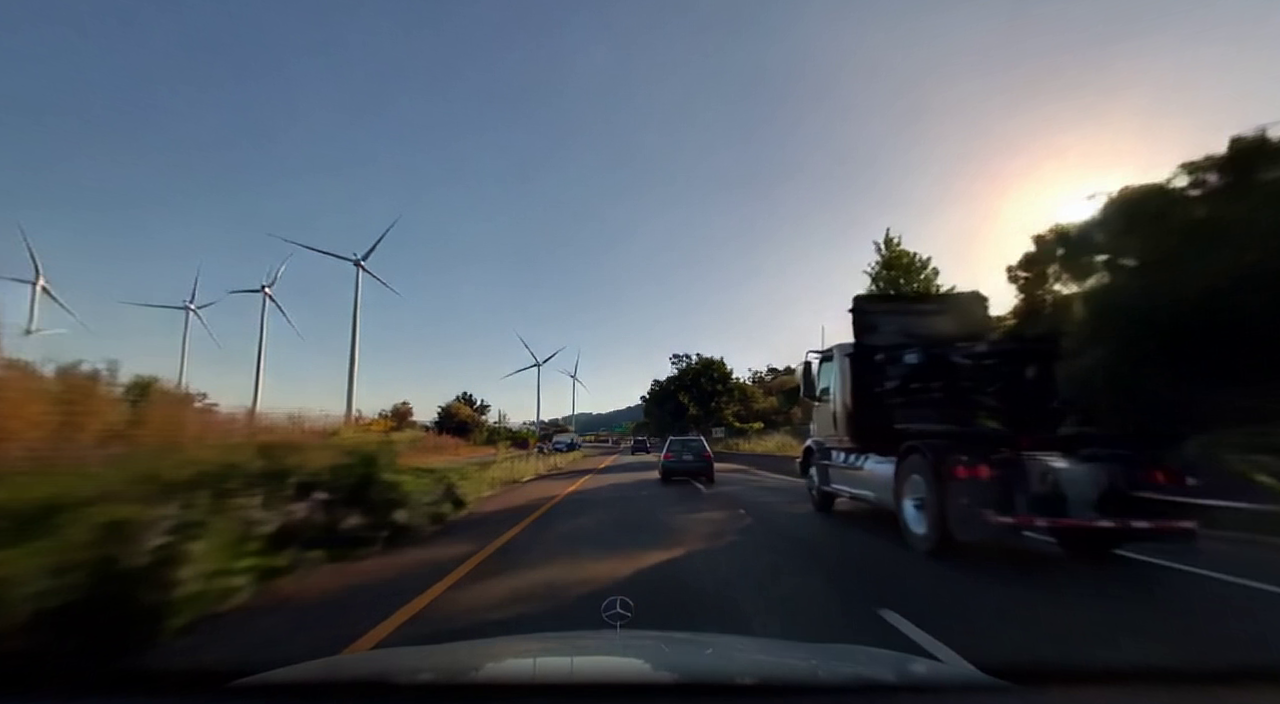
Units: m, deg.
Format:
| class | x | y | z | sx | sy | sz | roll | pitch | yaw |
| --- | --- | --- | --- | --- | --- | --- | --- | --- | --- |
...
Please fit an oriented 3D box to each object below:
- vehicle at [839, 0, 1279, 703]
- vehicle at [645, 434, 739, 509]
| class | x | y | z | sx | sy | sz | roll | pitch | yaw |
| --- | --- | --- | --- | --- | --- | --- | --- | --- | --- |
| vehicle | 4.881 | -0.343 | 2.356 | 3.129 | 4.126 | 14.913 | 0 | -8 | -1 |
| vehicle | 1.152 | 2.911 | 15.988 | 2.038 | 1.624 | 4.312 | 0 | -8 | 0 |
